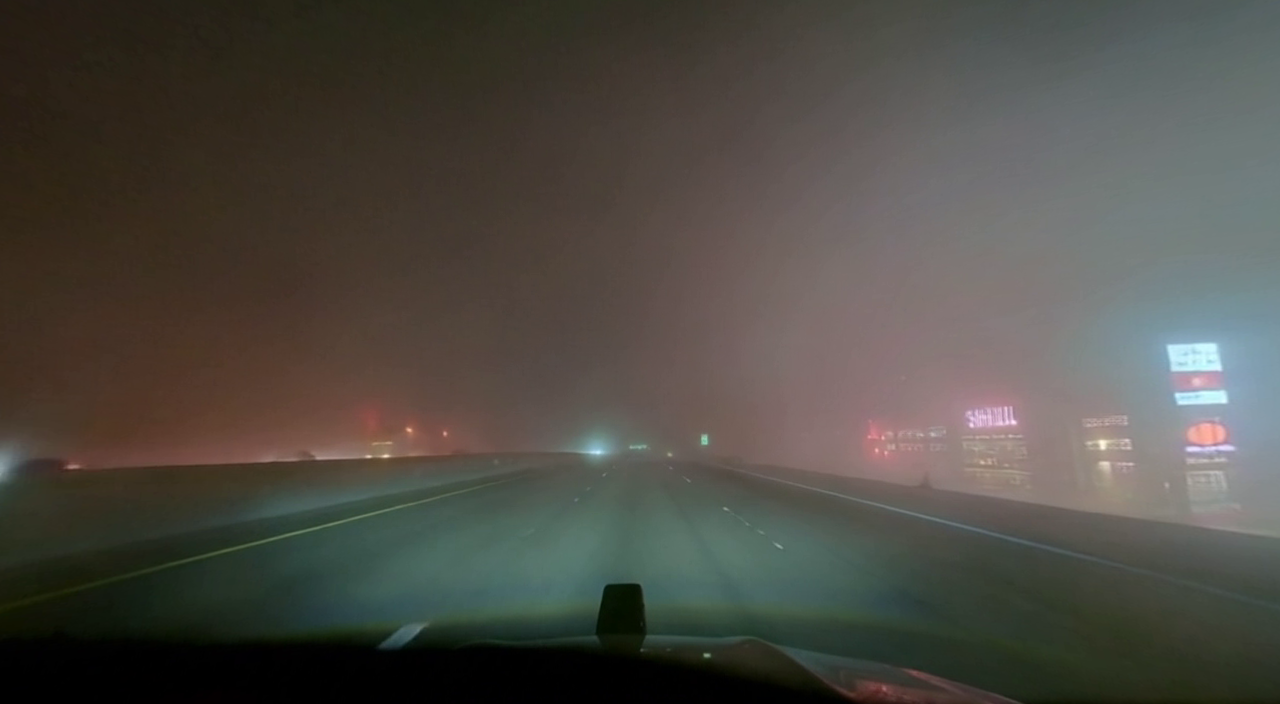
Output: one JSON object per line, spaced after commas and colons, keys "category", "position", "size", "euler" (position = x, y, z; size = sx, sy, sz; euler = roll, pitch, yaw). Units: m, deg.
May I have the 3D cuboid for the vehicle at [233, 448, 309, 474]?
{"category": "vehicle", "position": [-23.345, 6.900, 40.145], "size": [1.938, 1.476, 4.718], "euler": [0, -8, 1]}
